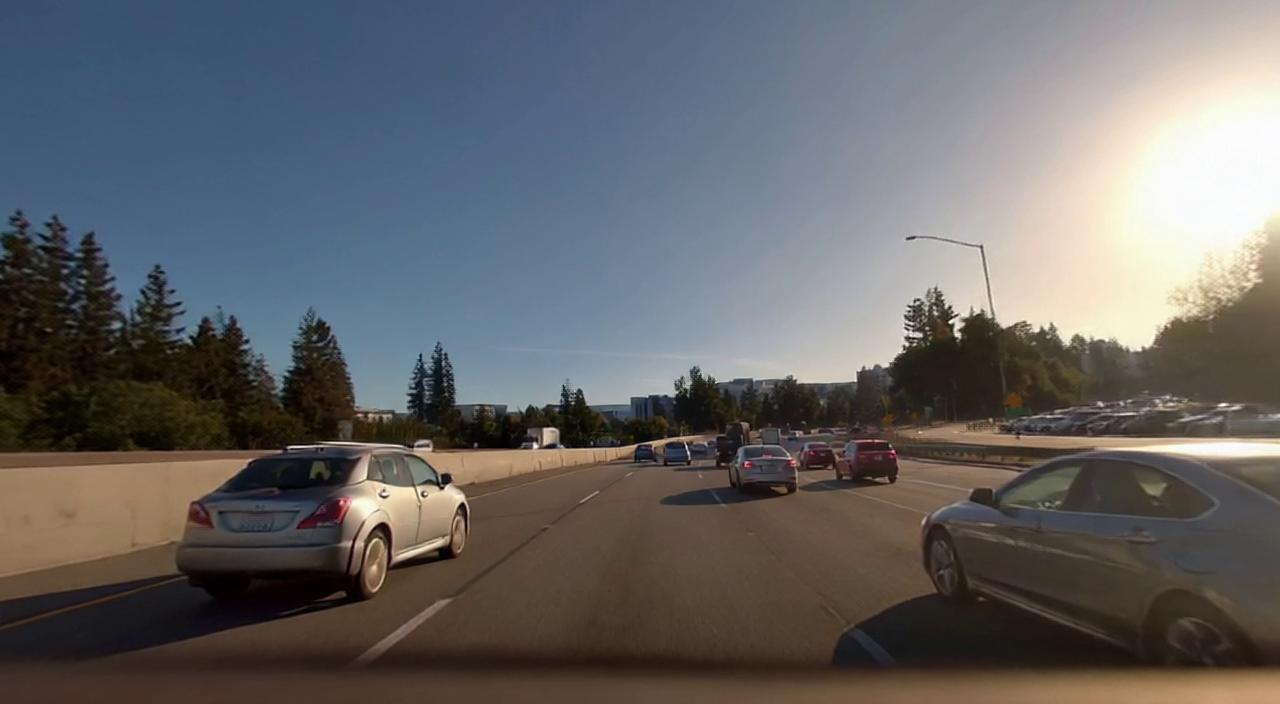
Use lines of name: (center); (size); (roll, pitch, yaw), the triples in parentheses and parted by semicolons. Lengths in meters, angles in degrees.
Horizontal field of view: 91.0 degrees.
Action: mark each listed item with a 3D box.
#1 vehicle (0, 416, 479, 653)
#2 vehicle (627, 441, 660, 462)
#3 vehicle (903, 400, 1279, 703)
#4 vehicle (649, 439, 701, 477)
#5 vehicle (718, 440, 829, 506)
vehicle: (-3.260, 1.568, 6.503); (1.937, 1.558, 4.469); (0, -9, 1)
vehicle: (0.293, 7.713, 48.748); (2.059, 1.516, 4.236); (-1, -9, 7)
vehicle: (3.410, 1.093, 3.399); (2.014, 1.489, 4.696); (0, -9, 1)
vehicle: (1.612, 4.826, 28.811); (2.201, 1.614, 3.803); (-1, -9, 3)
vehicle: (3.335, 3.130, 16.698); (2.009, 1.489, 4.559); (0, -9, 1)
